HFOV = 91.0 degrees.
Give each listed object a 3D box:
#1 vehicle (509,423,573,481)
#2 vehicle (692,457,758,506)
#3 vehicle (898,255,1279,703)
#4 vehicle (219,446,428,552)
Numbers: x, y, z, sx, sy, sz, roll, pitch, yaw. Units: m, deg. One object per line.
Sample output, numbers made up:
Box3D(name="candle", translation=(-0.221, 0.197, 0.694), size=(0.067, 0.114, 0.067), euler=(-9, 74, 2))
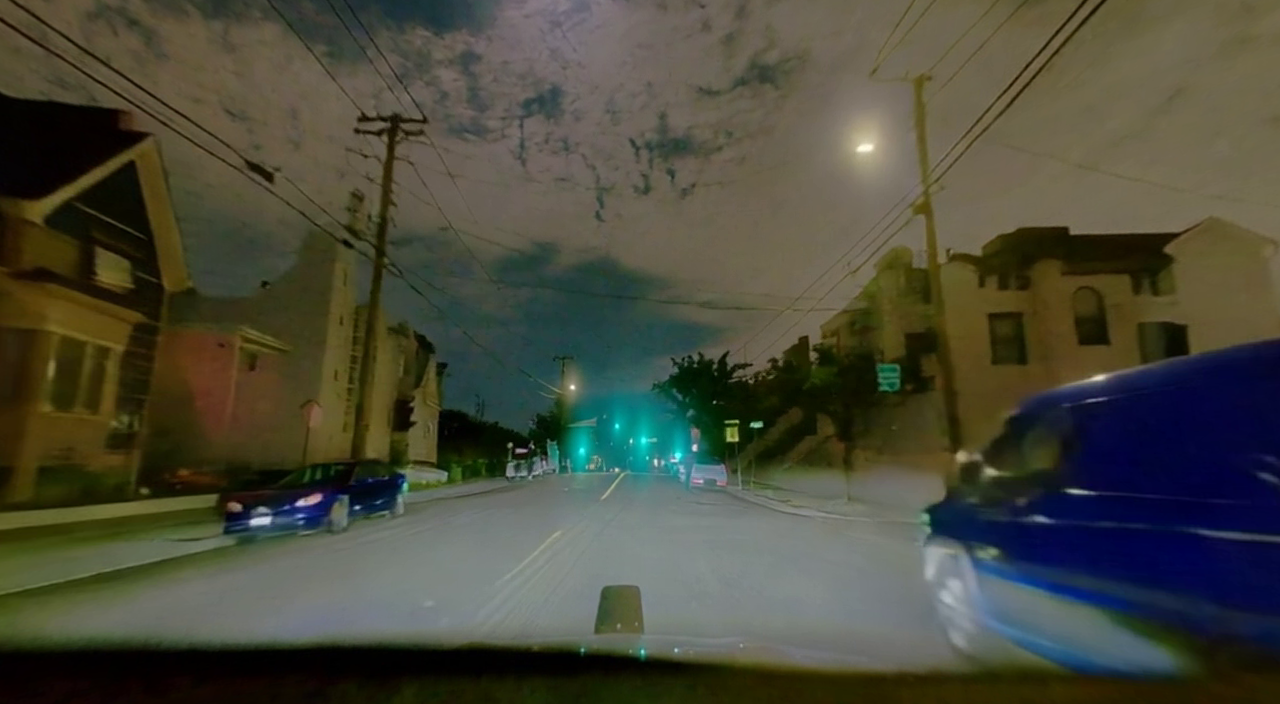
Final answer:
Box3D(name="vehicle", translation=(-6.652, 6.974, 43.481), size=(3.115, 3.562, 7.695), euler=(-2, -10, 1))
Box3D(name="vehicle", translation=(3.304, 5.132, 25.379), size=(2.010, 1.661, 4.615), euler=(0, -8, 0))
Box3D(name="vehicle", translation=(3.195, 0.726, 2.542), size=(2.145, 1.935, 5.054), euler=(0, -8, 0))
Box3D(name="vehicle", translation=(-6.486, 2.994, 13.698), size=(2.057, 1.632, 4.730), euler=(-1, -6, 1))
